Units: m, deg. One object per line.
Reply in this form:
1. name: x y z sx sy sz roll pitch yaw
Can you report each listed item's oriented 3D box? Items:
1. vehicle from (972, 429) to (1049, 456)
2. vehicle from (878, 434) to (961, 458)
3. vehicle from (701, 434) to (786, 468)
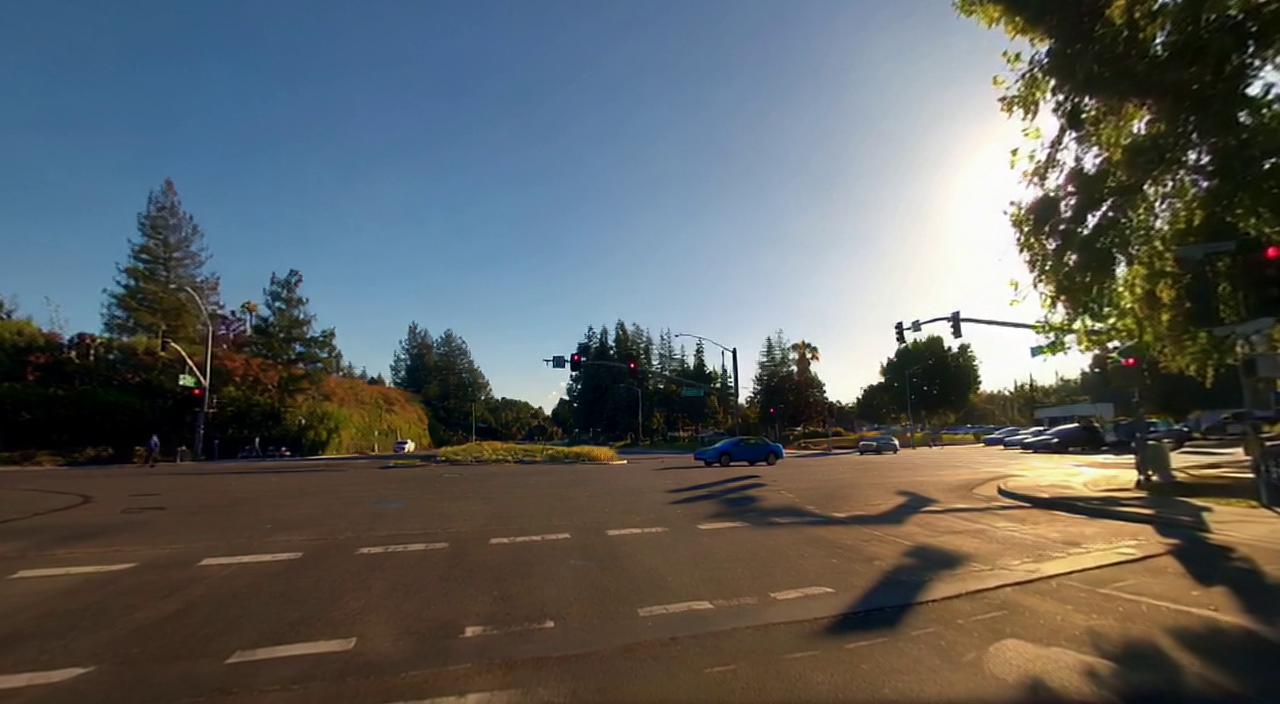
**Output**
1. vehicle: 26.883 6.571 45.826 5.032 1.828 2.183 4 -9 -24
2. vehicle: 18.662 6.266 42.176 5.234 1.549 1.982 4 -9 -24
3. vehicle: 5.051 4.793 30.696 3.896 1.500 1.740 6 -10 -33
